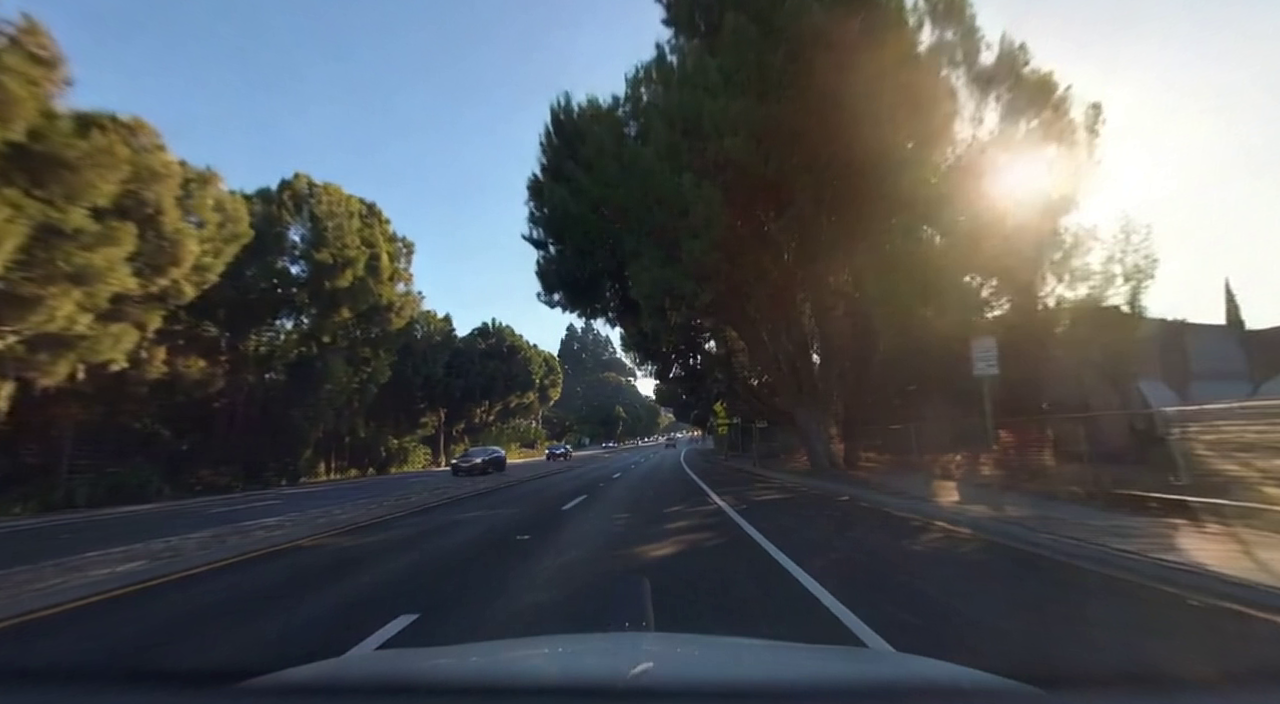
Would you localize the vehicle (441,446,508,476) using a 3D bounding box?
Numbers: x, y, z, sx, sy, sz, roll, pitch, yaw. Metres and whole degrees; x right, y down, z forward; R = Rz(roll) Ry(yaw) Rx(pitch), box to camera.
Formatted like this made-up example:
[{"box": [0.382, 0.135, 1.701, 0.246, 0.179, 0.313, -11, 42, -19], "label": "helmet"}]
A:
[{"box": [-8.369, 5.530, 32.266, 2.162, 1.438, 4.374, 0, -8, 2], "label": "vehicle"}]

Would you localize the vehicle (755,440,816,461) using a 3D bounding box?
[{"box": [11.380, 7.685, 49.381, 4.227, 1.608, 2.018, 0, -8, -3], "label": "vehicle"}]
